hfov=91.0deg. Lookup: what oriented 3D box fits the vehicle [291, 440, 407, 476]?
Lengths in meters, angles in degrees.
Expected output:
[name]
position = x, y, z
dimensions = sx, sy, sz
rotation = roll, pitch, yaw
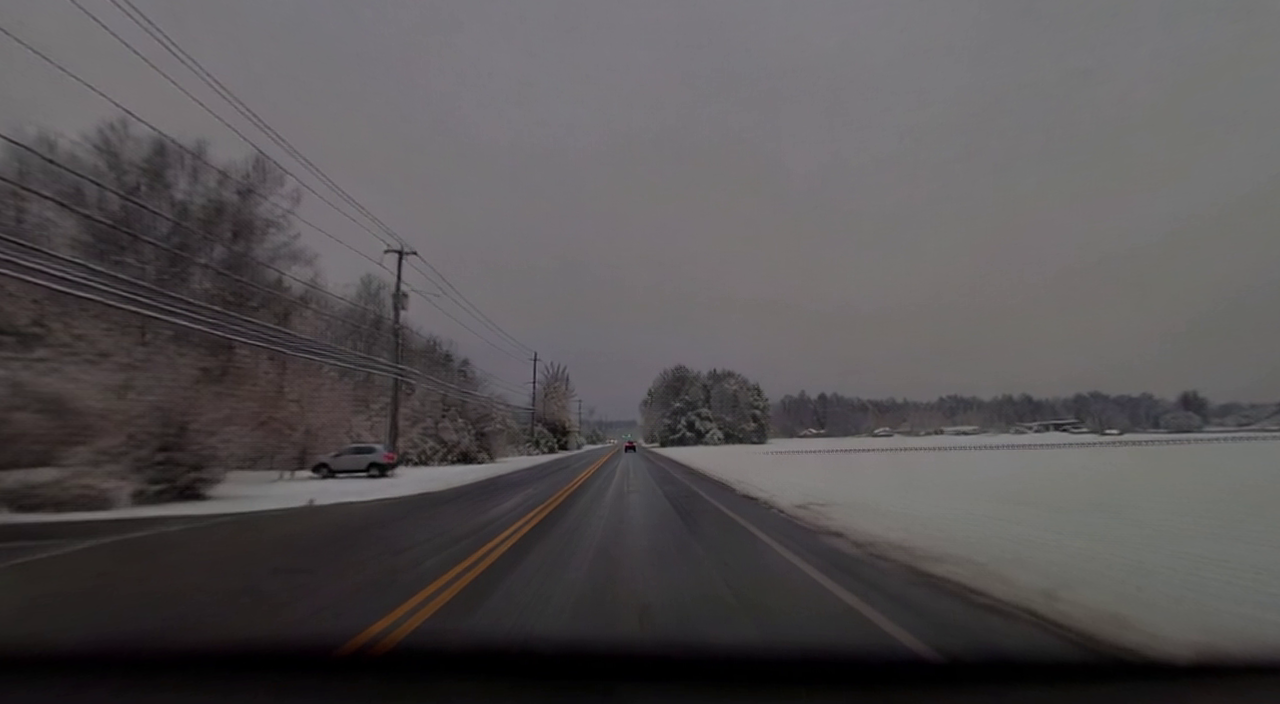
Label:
[vehicle]
position = -14.905, 5.451, 32.476
dimensions = 4.894, 1.774, 2.150
rotation = 0, -8, 1
